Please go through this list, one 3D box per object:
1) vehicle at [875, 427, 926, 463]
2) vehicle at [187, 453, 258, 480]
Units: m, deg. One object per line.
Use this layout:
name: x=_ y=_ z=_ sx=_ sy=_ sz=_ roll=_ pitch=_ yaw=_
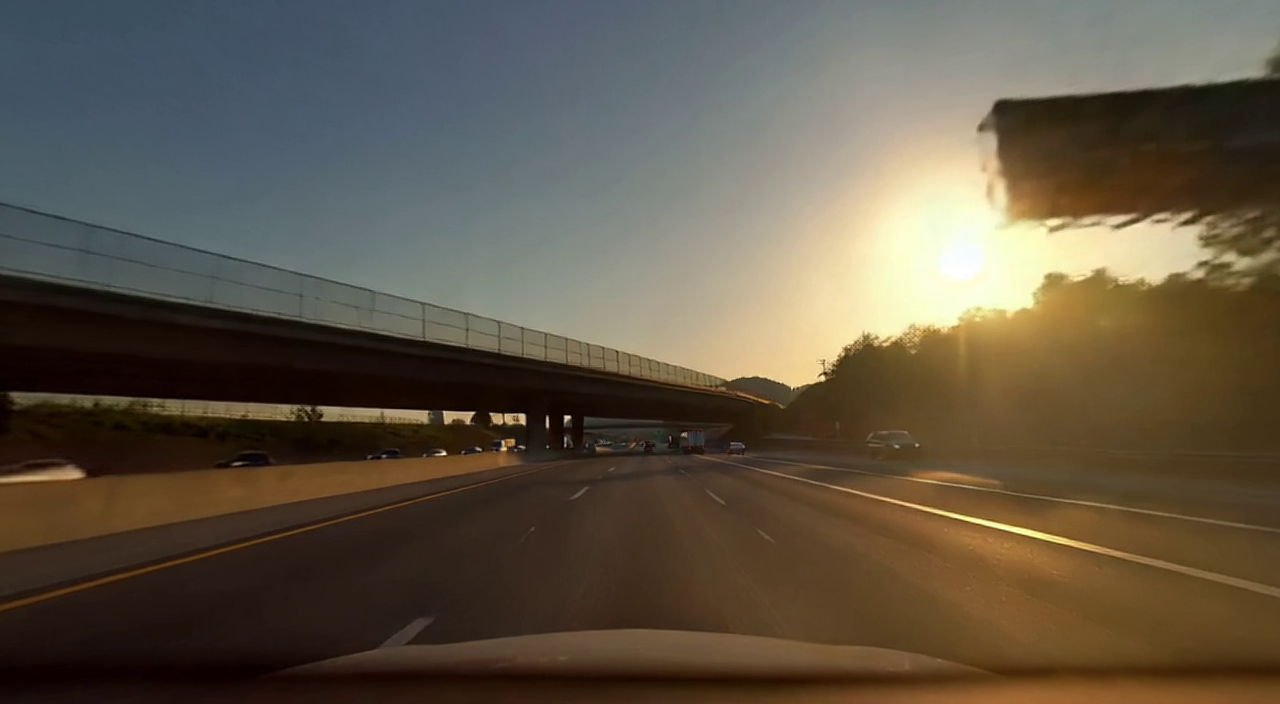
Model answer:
vehicle: x=20.412 y=7.314 z=49.608 sx=2.233 sy=2.695 sz=3.871 roll=0 pitch=-8 yaw=-2
vehicle: x=-27.961 y=7.638 z=42.367 sx=1.868 sy=1.609 sz=4.177 roll=0 pitch=-8 yaw=0
